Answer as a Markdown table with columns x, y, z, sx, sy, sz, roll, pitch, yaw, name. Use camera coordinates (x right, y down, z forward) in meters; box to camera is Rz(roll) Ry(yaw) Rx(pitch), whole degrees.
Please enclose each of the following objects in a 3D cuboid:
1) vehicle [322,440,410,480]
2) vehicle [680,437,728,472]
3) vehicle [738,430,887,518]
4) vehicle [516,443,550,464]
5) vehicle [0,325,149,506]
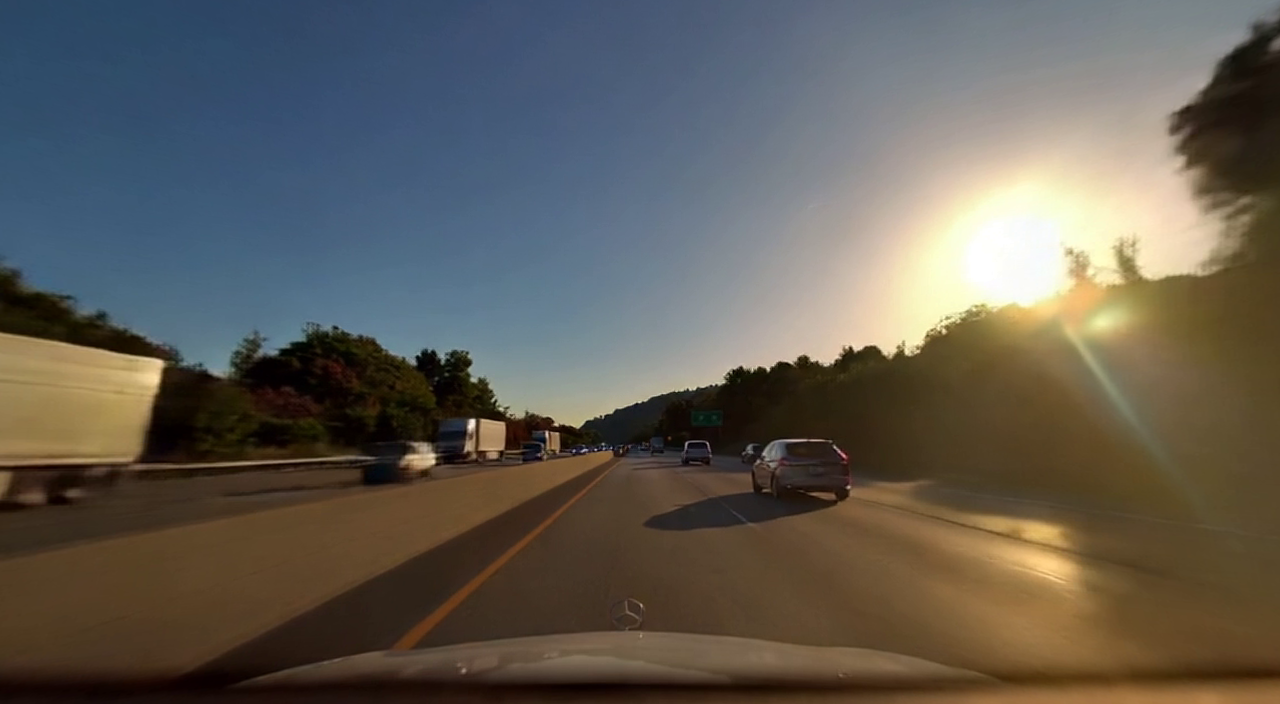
| x | y | z | sx | sy | sz | roll | pitch | yaw | name |
| --- | --- | --- | --- | --- | --- | --- | --- | --- | --- |
| -11.717 | 4.643 | 27.351 | 1.921 | 1.564 | 4.224 | 0 | -9 | 0 | vehicle |
| 3.449 | 5.682 | 35.070 | 2.070 | 1.751 | 4.576 | 0 | -9 | -2 | vehicle |
| 3.565 | 2.604 | 13.926 | 2.023 | 1.603 | 4.159 | 0 | -9 | -1 | vehicle |
| -8.025 | 7.683 | 47.712 | 1.900 | 1.485 | 4.239 | 0 | -9 | 0 | vehicle |
| -15.654 | 0.938 | 10.941 | 2.860 | 3.996 | 14.327 | 0 | -9 | 0 | vehicle |
